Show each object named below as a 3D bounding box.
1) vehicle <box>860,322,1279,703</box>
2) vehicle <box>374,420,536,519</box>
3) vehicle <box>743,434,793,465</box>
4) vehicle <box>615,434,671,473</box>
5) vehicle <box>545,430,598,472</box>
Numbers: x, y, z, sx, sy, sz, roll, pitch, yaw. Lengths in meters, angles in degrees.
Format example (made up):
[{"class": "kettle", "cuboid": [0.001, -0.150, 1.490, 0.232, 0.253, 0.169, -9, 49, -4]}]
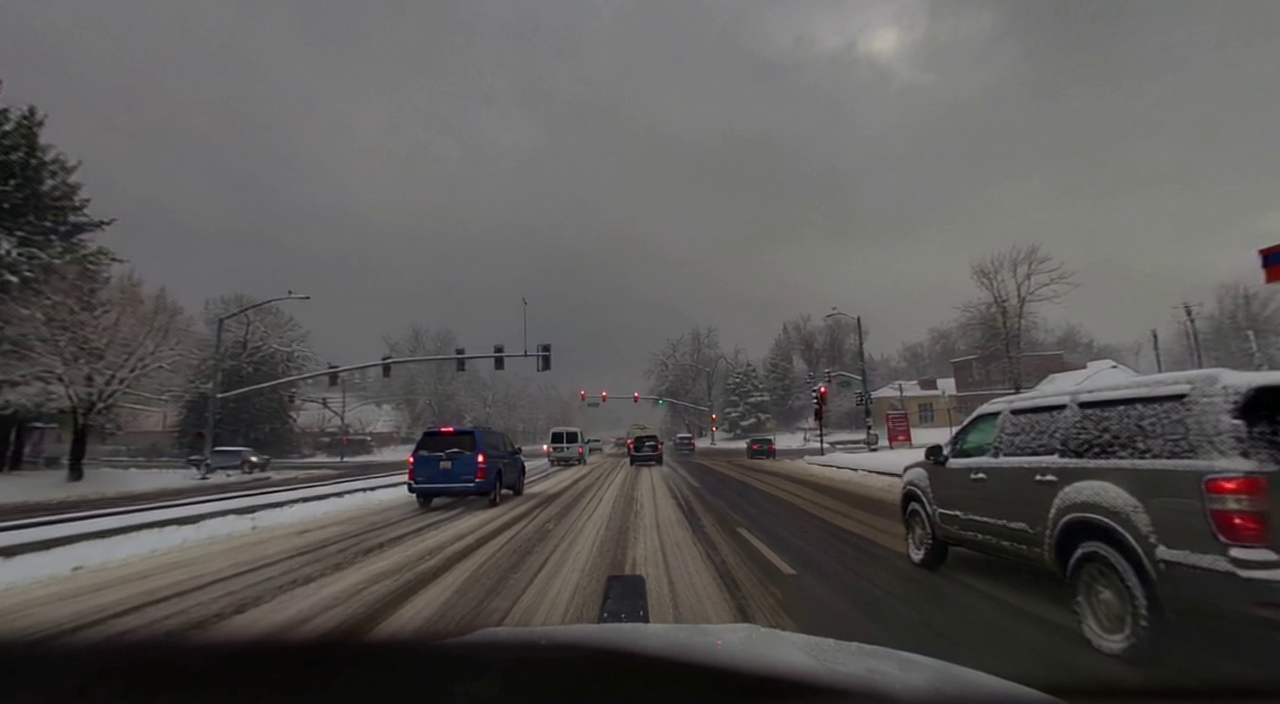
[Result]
[{"class": "vehicle", "cuboid": [3.621, 1.090, 4.854, 2.055, 1.786, 4.817, 0, -8, 0]}, {"class": "vehicle", "cuboid": [-3.744, 2.461, 13.889, 2.002, 1.747, 5.173, 0, -8, 0]}, {"class": "vehicle", "cuboid": [7.363, 5.618, 36.484, 2.119, 1.696, 4.623, 0, -8, 3]}, {"class": "vehicle", "cuboid": [0.115, 4.847, 30.378, 2.426, 1.703, 5.602, 0, -8, 0]}, {"class": "vehicle", "cuboid": [-3.358, 4.959, 31.695, 2.025, 1.936, 4.995, 0, -8, 1]}]
